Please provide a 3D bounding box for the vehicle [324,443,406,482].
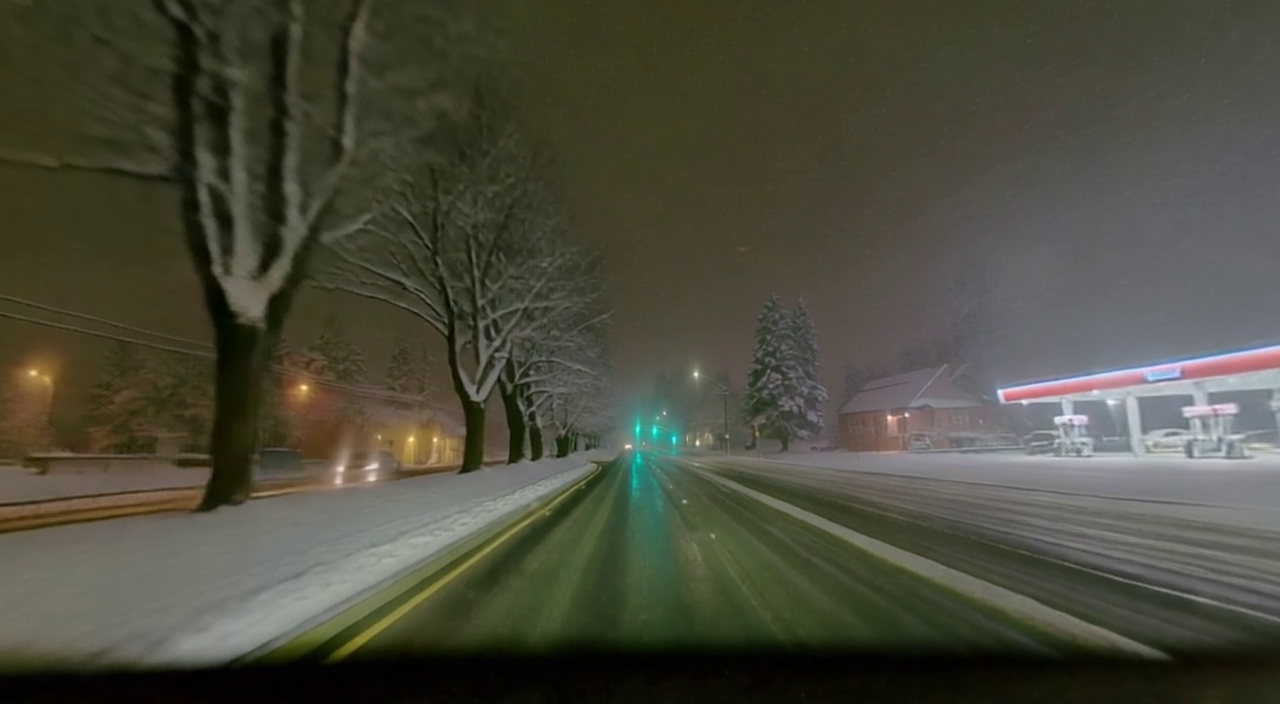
[{"bbox_3d":[-12.328,4.942,28.599,1.861,1.616,4.077,0,-9,0],"label":"vehicle"}]
